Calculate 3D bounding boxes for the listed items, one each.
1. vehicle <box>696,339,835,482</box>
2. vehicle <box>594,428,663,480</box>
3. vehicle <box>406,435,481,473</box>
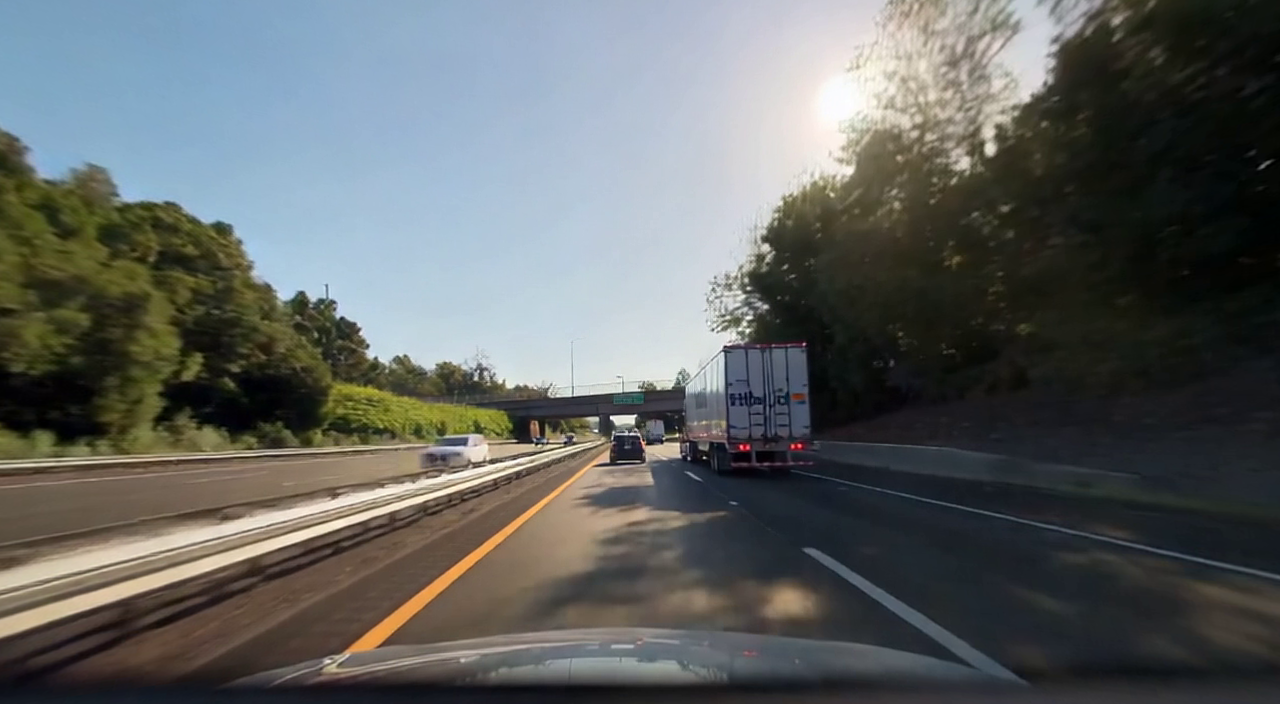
[{"bbox_3d":[3.978,2.304,22.793,2.853,4.038,9.831,0,-8,-1],"label":"vehicle"},{"bbox_3d":[-0.391,3.383,21.262,2.095,1.557,3.963,0,-8,-1],"label":"vehicle"},{"bbox_3d":[-8.549,4.442,27.803,1.947,1.480,4.576,0,-8,-1],"label":"vehicle"}]
